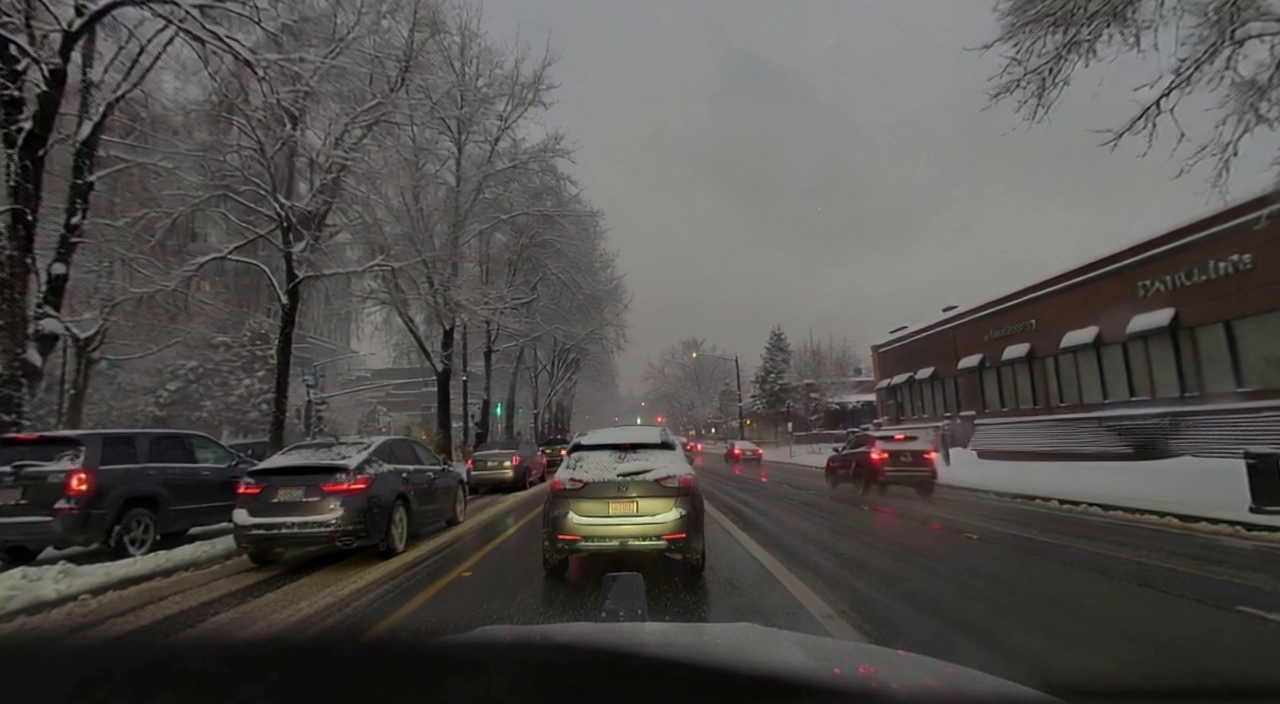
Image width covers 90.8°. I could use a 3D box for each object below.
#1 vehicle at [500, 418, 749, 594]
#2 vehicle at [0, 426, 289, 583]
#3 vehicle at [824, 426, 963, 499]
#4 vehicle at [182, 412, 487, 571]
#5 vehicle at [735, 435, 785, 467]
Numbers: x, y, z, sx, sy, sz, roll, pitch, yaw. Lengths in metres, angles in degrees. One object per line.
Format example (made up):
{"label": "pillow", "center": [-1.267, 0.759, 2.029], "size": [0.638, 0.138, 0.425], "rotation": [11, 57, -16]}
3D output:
{"label": "vehicle", "center": [-0.165, 1.651, 7.649], "size": [2.161, 1.501, 4.184], "rotation": [0, -9, -1]}
{"label": "vehicle", "center": [-6.940, 1.825, 8.439], "size": [1.860, 1.491, 4.586], "rotation": [0, -9, 0]}
{"label": "vehicle", "center": [6.372, 2.832, 16.482], "size": [1.895, 1.633, 4.030], "rotation": [0, -9, -1]}
{"label": "vehicle", "center": [-3.710, 1.779, 8.800], "size": [2.009, 1.619, 4.376], "rotation": [0, -9, 1]}
{"label": "vehicle", "center": [6.637, 5.526, 35.357], "size": [1.889, 1.681, 4.120], "rotation": [0, -9, -1]}
